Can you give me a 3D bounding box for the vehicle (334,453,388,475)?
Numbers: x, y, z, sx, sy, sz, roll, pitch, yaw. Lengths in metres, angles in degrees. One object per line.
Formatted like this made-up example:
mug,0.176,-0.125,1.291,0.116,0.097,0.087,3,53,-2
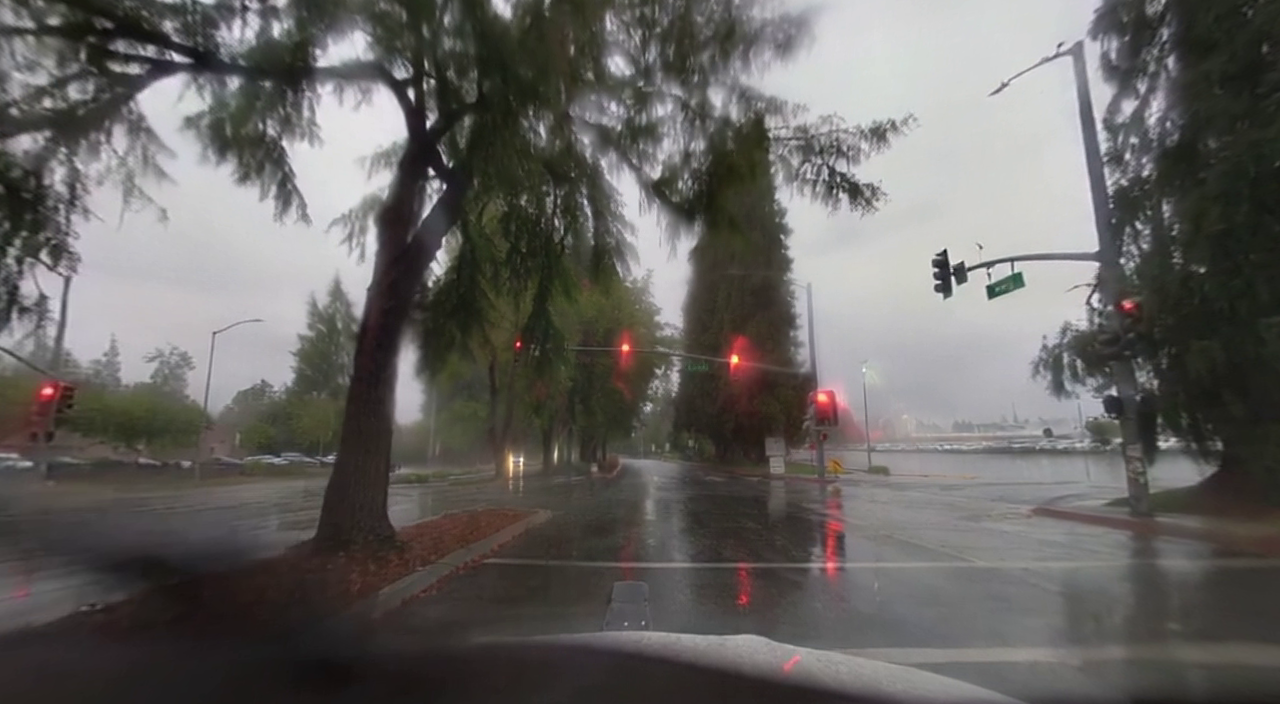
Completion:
vehicle,-20.597,8.285,46.742,1.965,1.475,4.269,-1,-8,2
